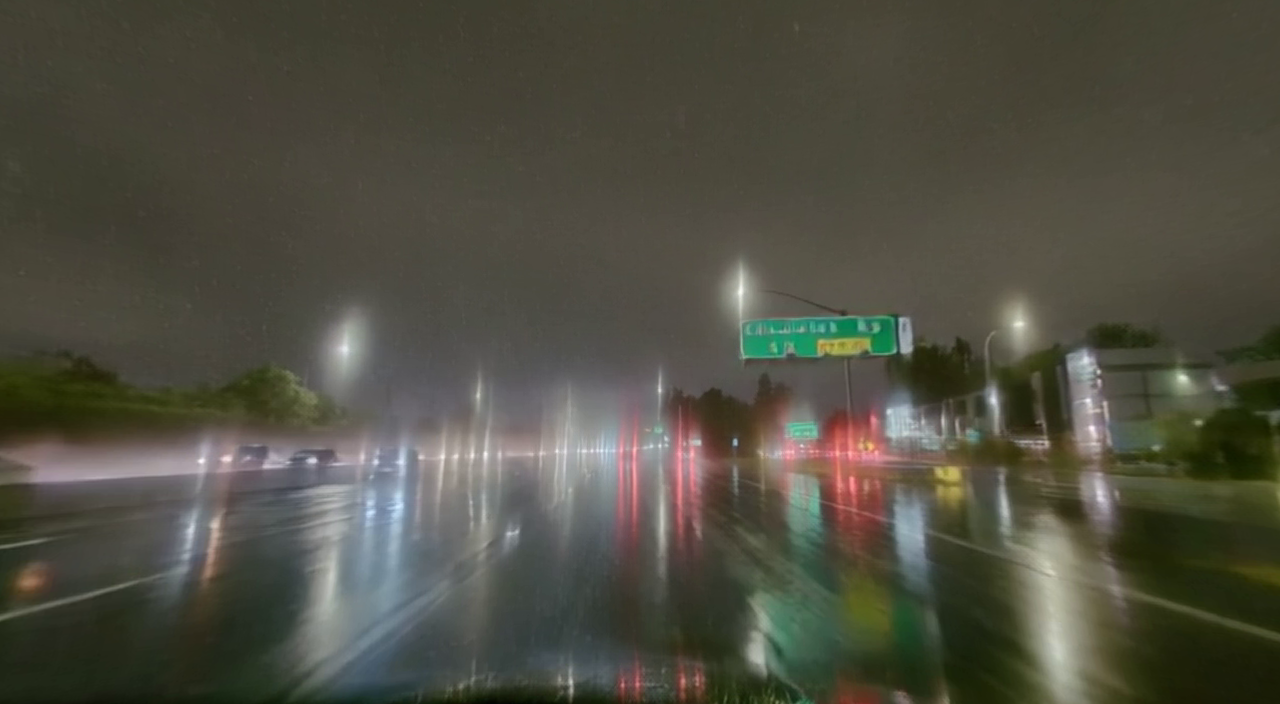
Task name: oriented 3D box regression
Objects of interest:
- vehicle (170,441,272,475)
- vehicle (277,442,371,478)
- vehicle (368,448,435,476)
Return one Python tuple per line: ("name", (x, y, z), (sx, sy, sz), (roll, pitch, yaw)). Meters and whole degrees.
("vehicle", (-26.153, 6.610, 39.779), (2.471, 1.970, 5.968), (0, -9, -2))
("vehicle", (-16.159, 5.538, 32.728), (2.165, 1.675, 5.361), (0, -9, -1))
("vehicle", (-13.134, 6.075, 35.103), (1.969, 1.441, 4.622), (0, -9, 0))
